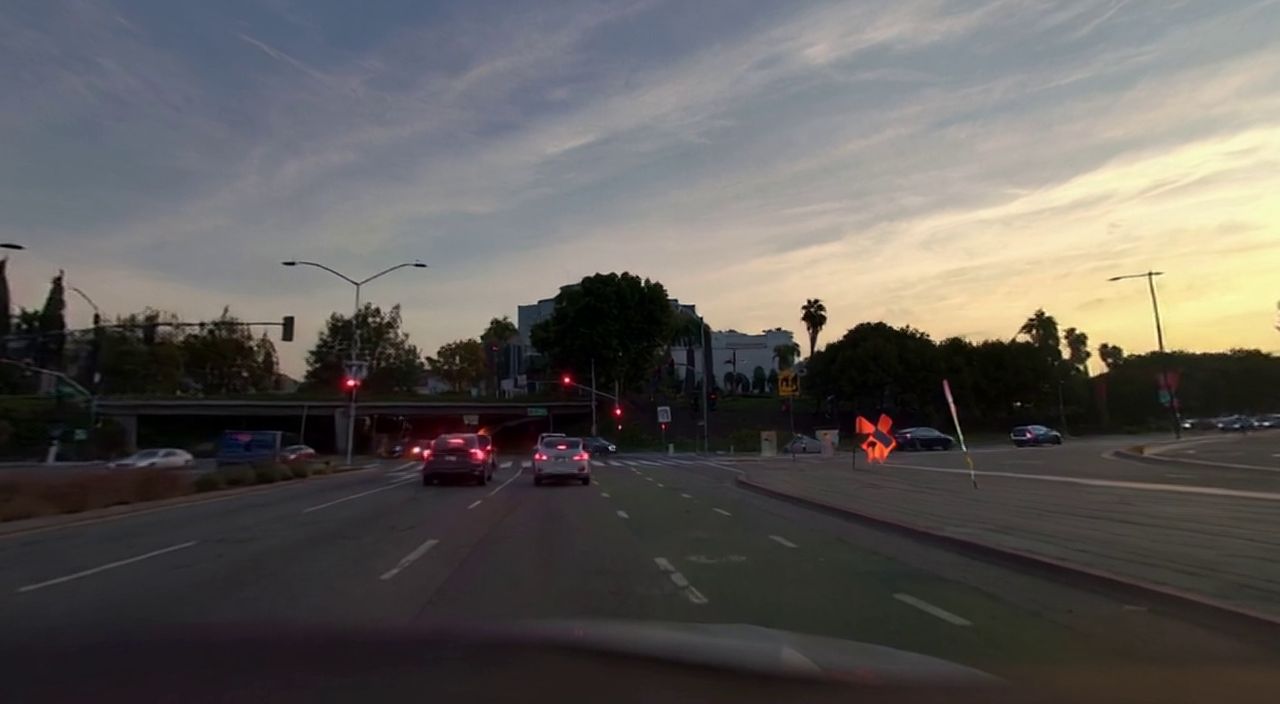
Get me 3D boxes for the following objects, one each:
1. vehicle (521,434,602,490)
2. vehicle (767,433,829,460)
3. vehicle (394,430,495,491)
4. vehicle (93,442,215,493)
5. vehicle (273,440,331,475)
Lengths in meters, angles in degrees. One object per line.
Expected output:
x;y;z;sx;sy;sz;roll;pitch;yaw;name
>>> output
-2.397;3.337;19.497;2.176;1.489;4.518;1;-9;-6;vehicle
10.172;6.059;40.495;4.166;1.622;1.908;8;-12;-44;vehicle
-5.782;3.262;19.340;2.057;1.610;4.891;1;-9;-7;vehicle
-18.835;4.441;24.743;1.985;1.537;4.013;-3;-6;-7;vehicle
-21.224;6.686;39.810;1.863;1.722;4.328;-8;-10;-11;vehicle
